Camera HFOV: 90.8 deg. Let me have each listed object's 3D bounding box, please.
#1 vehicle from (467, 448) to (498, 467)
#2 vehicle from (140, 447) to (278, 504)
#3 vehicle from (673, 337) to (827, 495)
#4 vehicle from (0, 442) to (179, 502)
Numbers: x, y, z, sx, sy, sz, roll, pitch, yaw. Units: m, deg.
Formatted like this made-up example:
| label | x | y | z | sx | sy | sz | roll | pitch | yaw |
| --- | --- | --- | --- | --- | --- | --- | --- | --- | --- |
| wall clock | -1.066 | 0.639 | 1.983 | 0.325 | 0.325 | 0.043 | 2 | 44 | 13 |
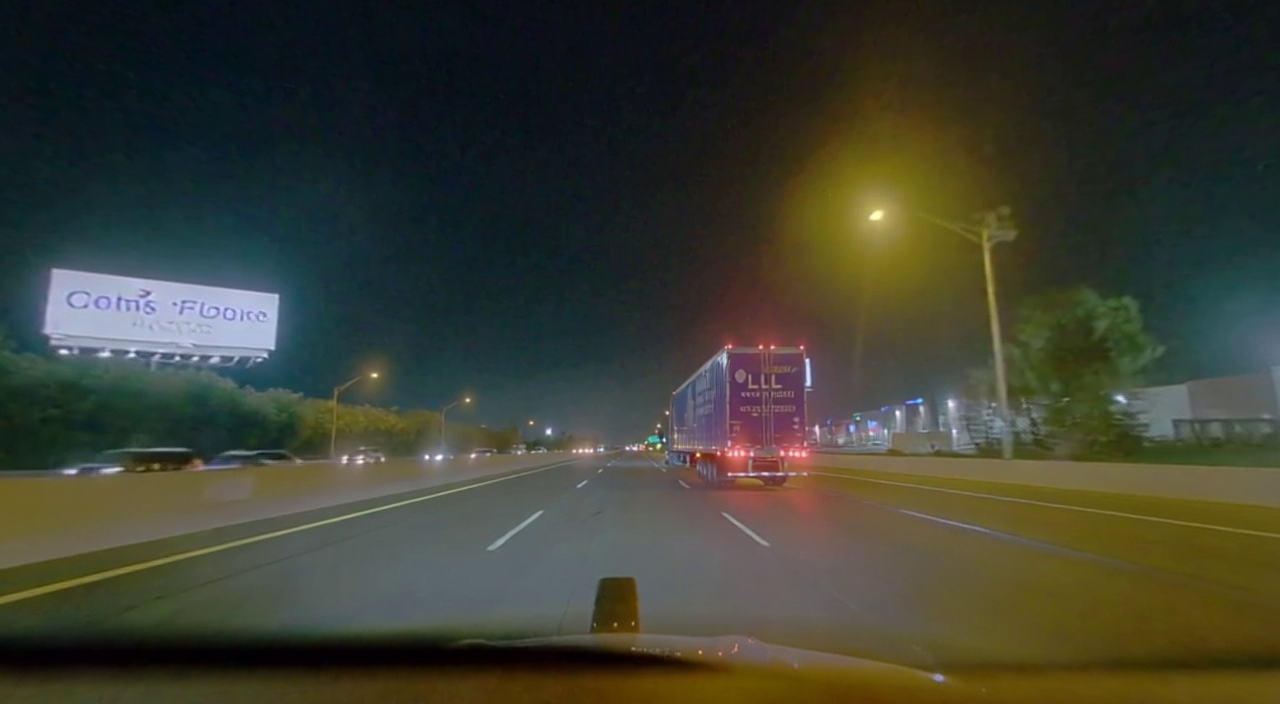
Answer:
| label | x | y | z | sx | sy | sz | roll | pitch | yaw |
| --- | --- | --- | --- | --- | --- | --- | --- | --- | --- |
| vehicle | -11.533 | 7.724 | 46.394 | 1.439 | 1.299 | 3.155 | 0 | -9 | -1 |
| vehicle | -10.984 | 3.133 | 16.367 | 1.402 | 1.298 | 3.116 | 0 | -9 | -2 |
| vehicle | 3.494 | 3.044 | 26.104 | 2.891 | 4.387 | 17.121 | 0 | -9 | -1 |
| vehicle | -14.453 | 3.114 | 16.778 | 1.760 | 1.414 | 3.542 | 0 | -9 | -1 |
